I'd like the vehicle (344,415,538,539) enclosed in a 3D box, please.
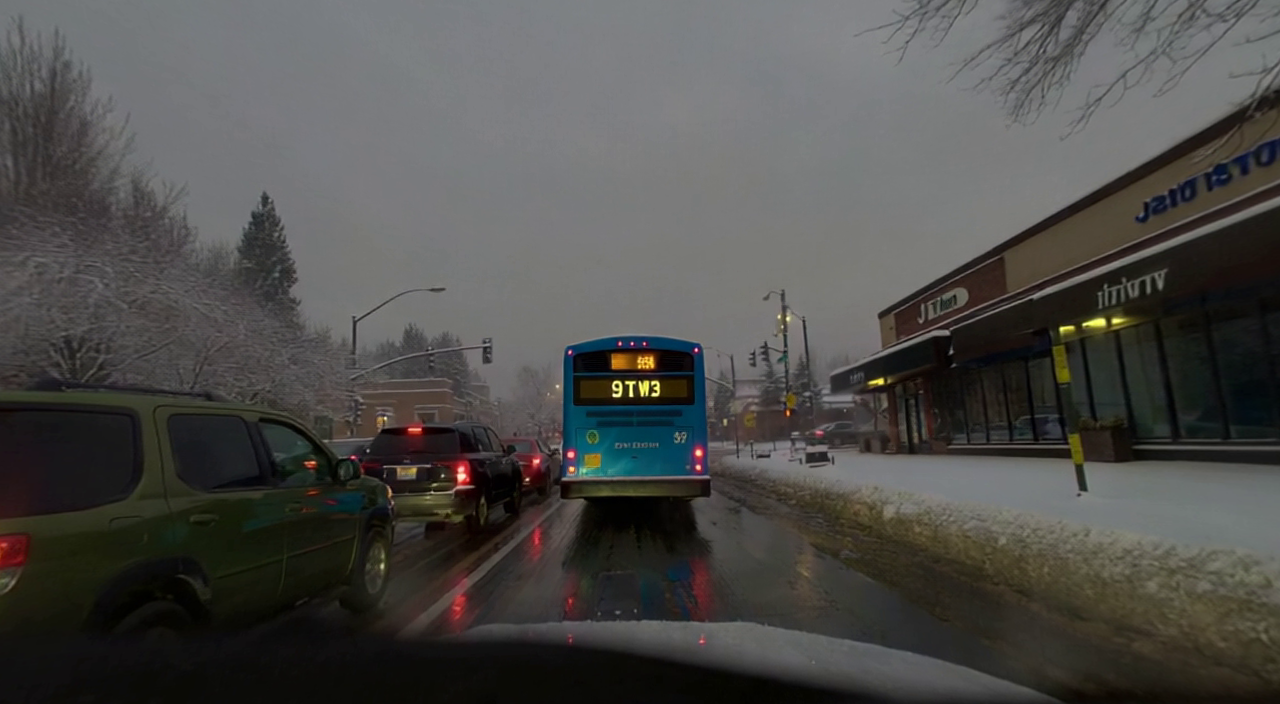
[{"bbox_3d":[-3.335,2.201,11.778,2.096,1.828,4.669,0,-8,0],"label":"vehicle"}]

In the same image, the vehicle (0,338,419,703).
[{"bbox_3d":[-3.212,1.094,3.987,2.020,1.725,4.384,0,-8,0],"label":"vehicle"}]

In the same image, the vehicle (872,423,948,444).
[{"bbox_3d":[20.163,6.099,47.223,4.827,1.555,1.863,1,-9,-6],"label":"vehicle"}]

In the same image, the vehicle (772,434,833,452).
[{"bbox_3d":[11.974,6.730,46.655,3.949,1.337,1.738,0,-9,-3],"label":"vehicle"}]

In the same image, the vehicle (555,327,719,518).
[{"bbox_3d":[-0.288,1.992,16.528,2.938,3.468,9.972,0,-8,-3],"label":"vehicle"}]
